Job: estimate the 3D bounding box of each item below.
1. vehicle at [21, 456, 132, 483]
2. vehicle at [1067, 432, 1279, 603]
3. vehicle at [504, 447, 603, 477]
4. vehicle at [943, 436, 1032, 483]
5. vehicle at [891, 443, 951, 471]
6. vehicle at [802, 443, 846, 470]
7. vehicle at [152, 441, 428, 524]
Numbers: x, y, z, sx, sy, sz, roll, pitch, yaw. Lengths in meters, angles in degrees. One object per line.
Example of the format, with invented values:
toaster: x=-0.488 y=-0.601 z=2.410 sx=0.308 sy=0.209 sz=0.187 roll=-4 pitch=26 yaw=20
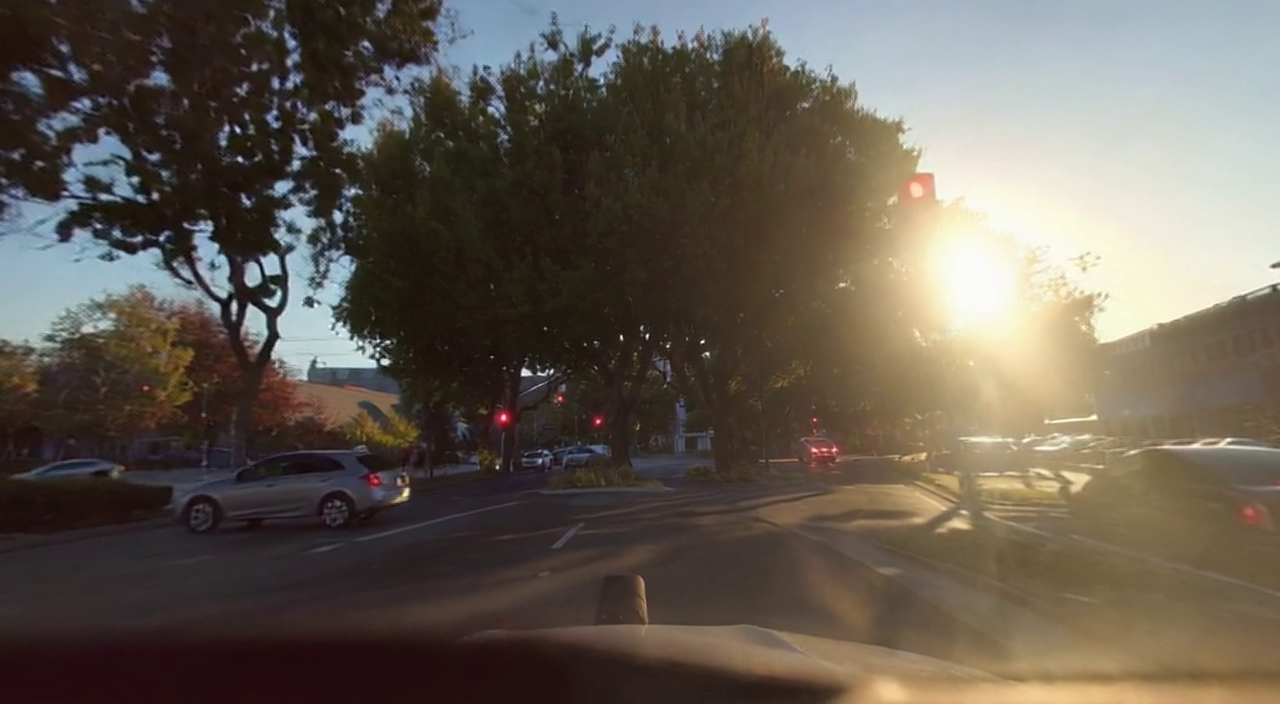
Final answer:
vehicle: x=-34.829 y=7.241 z=39.224 sx=1.840 sy=1.451 sz=4.657 roll=-4 pitch=-10 yaw=26
vehicle: x=6.893 y=1.694 z=7.099 sx=1.867 sy=1.479 sz=4.452 roll=-2 pitch=-9 yaw=12
vehicle: x=-4.621 y=5.907 z=34.118 sx=4.792 sy=1.468 sz=2.116 roll=-2 pitch=-9 yaw=14
vehicle: x=13.628 y=4.228 z=25.076 sx=1.921 sy=1.657 sz=4.400 roll=-2 pitch=-9 yaw=14
vehicle: x=16.229 y=6.068 z=36.739 sx=1.951 sy=1.491 sz=4.359 roll=-1 pitch=-9 yaw=7
vehicle: x=11.152 y=6.347 z=38.594 sx=2.061 sy=1.519 sz=4.794 roll=-1 pitch=-8 yaw=10
vehicle: x=-6.716 y=2.520 z=12.470 sx=4.376 sy=1.476 sz=1.791 roll=0 pitch=-9 yaw=2
